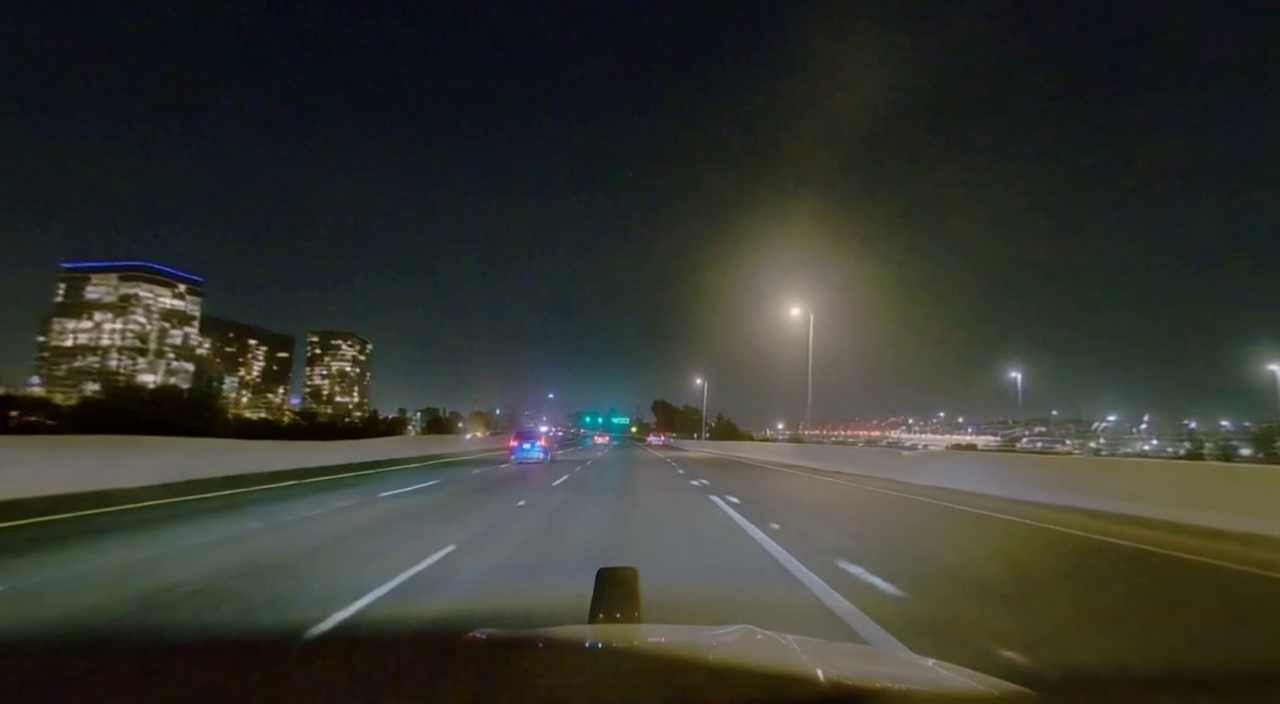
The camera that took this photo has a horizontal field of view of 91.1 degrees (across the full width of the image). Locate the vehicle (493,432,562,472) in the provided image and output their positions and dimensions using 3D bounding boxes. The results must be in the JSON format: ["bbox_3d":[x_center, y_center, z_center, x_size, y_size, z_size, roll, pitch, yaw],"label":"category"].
[{"bbox_3d":[-4.459,4.018,25.629,1.996,1.490,4.571,0,-8,0],"label":"vehicle"}]
